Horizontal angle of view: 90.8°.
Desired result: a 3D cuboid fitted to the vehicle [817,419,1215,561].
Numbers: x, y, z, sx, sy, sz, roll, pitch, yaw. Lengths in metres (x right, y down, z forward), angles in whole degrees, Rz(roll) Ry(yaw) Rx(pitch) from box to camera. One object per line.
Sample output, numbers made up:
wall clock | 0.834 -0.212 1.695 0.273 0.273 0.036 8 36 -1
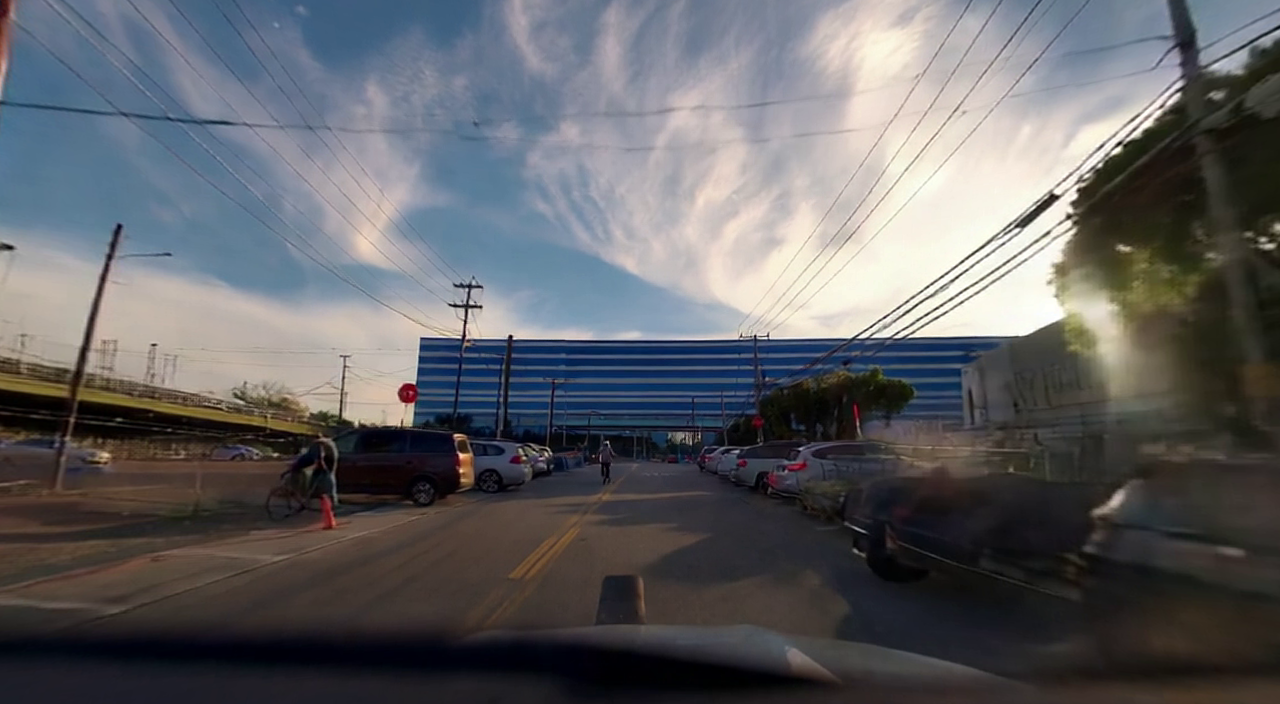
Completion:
vehicle | 5.032 1.897 9.080 4.402 1.770 1.933 -1 -8 3

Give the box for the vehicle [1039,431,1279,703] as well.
vehicle | 4.726 1.138 3.104 4.240 1.468 1.849 0 -8 -1

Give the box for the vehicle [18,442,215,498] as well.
vehicle | -15.698 3.525 19.370 1.840 1.477 4.693 -1 -8 3

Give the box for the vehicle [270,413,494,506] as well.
vehicle | -6.431 2.731 16.175 4.727 1.976 1.970 3 -10 2
